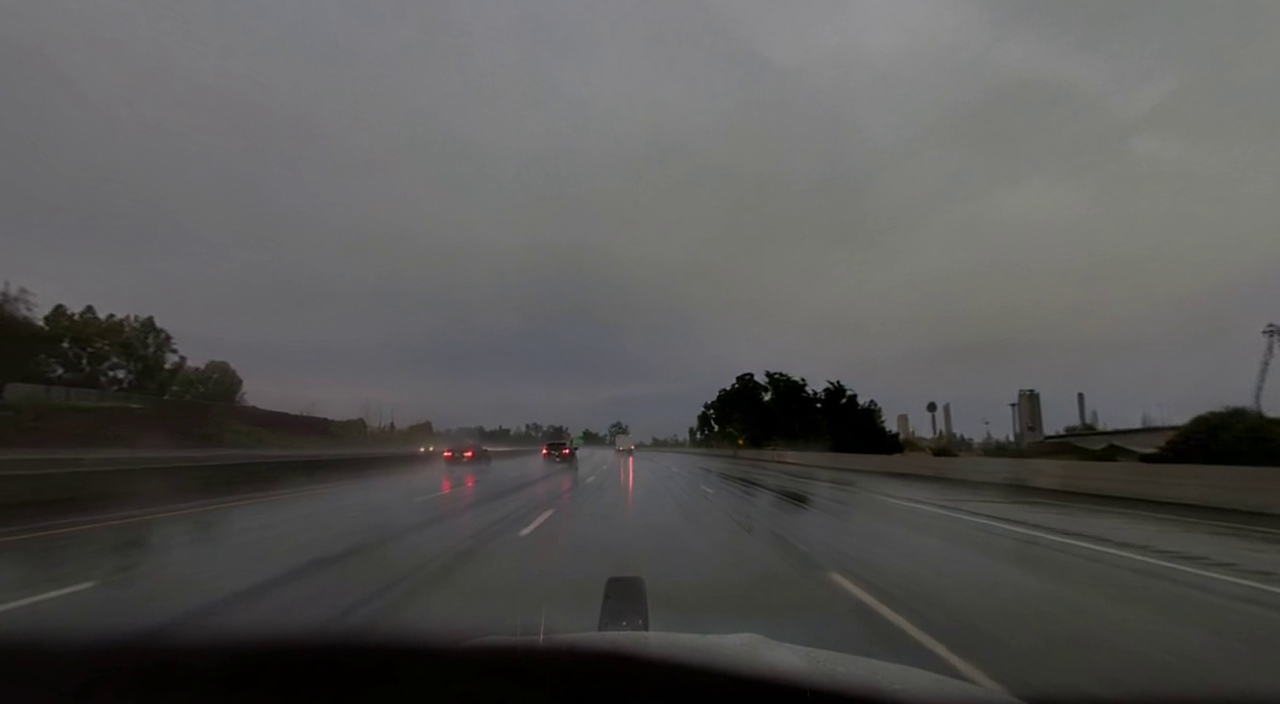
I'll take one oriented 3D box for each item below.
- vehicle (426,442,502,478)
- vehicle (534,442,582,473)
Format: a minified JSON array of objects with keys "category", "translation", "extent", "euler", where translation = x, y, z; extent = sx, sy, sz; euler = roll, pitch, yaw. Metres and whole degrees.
[{"category":"vehicle","translation":[-7.731,4.764,28.215],"extent":[2.038,1.463,4.656],"euler":[0,-8,0]},{"category":"vehicle","translation":[-4.069,5.311,31.943],"extent":[1.936,1.465,4.060],"euler":[0,-8,0]}]
